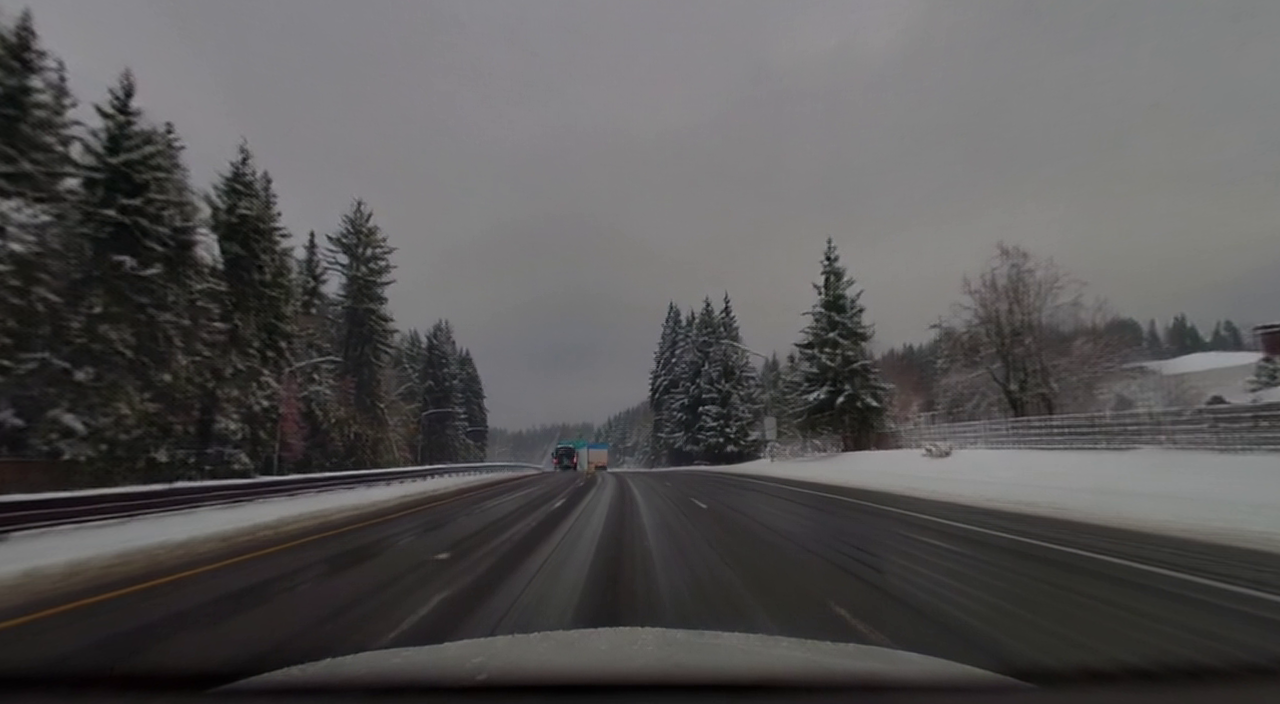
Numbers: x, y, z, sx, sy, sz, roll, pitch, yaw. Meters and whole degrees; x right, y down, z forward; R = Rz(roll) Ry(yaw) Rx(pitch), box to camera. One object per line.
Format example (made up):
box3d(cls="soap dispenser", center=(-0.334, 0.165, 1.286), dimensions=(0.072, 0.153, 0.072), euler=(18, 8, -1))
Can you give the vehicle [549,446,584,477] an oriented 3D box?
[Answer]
box3d(cls="vehicle", center=(-5.667, 8.440, 49.215), dimensions=(2.323, 2.252, 4.808), euler=(0, -9, -2))
